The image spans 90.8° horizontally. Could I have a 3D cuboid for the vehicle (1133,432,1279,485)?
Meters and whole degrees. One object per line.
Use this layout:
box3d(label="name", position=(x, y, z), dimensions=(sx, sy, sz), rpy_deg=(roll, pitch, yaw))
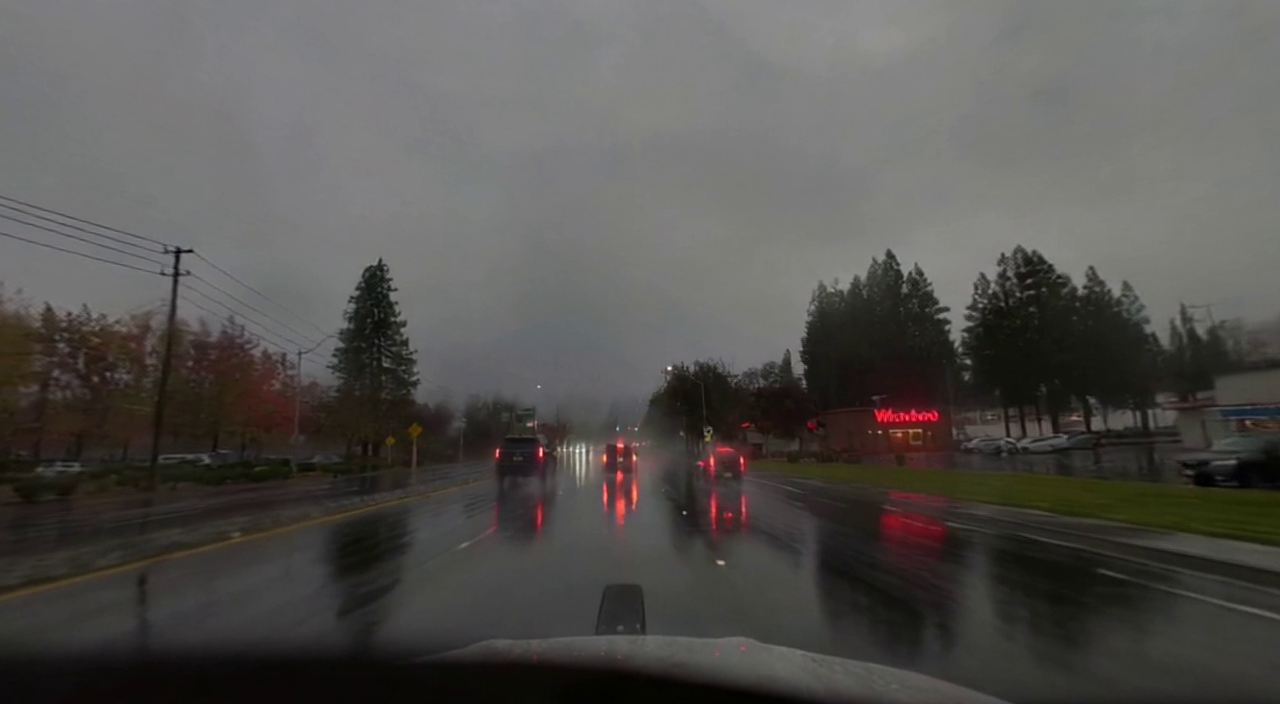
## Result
box3d(label="vehicle", position=(18.457, 3.339, 19.915), dimensions=(4.107, 1.540, 1.994), rpy_deg=(0, -9, -1))

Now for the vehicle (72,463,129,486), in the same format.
box3d(label="vehicle", position=(-38.541, 8.734, 45.244), dimensions=(1.871, 1.468, 4.670), rpy_deg=(4, -10, -26))

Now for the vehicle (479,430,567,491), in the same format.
box3d(label="vehicle", position=(-4.233, 4.035, 23.920), dimensions=(2.252, 1.999, 5.605), rpy_deg=(0, -9, 0))

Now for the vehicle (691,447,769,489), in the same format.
box3d(label="vehicle", position=(3.384, 4.454, 24.616), dimensions=(2.207, 1.447, 4.418), rpy_deg=(0, -9, -2))

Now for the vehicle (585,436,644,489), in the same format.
box3d(label="vehicle", position=(-0.898, 4.205, 24.321), dimensions=(2.061, 1.809, 4.141), rpy_deg=(0, -9, 0))
